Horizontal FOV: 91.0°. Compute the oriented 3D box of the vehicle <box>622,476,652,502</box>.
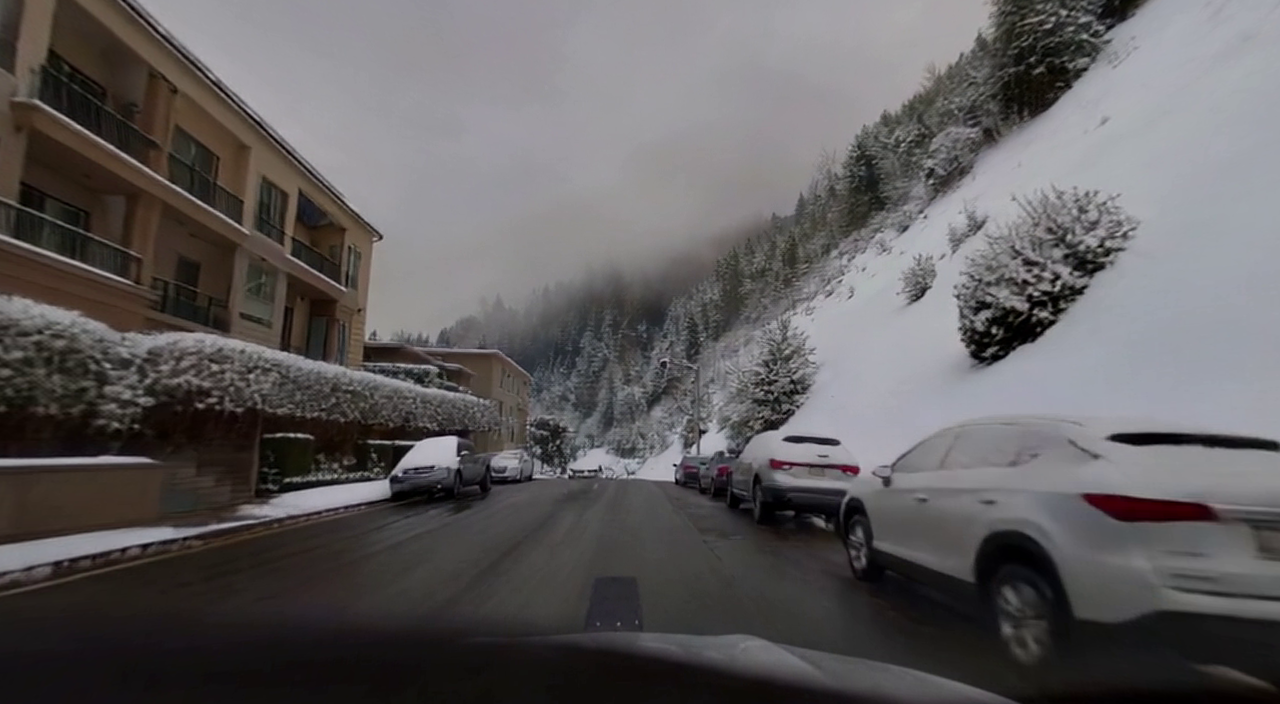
[{"bbox_3d":[-0.293,10.565,48.793,2.201,1.731,3.854,0,-8,-2],"label":"vehicle"}]

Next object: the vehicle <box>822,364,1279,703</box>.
[{"bbox_3d":[3.002,1.195,4.475,1.948,1.669,4.242,1,-9,-3],"label":"vehicle"}]

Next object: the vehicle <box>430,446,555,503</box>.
[{"bbox_3d":[-4.195,3.559,18.826,1.856,1.474,4.522,-2,-9,12],"label":"vehicle"}]

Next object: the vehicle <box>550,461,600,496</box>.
[{"bbox_3d":[-3.322,6.709,33.074,2.102,1.621,4.627,0,-13,1],"label":"vehicle"}]

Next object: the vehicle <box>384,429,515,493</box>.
[{"bbox_3d":[-6.416,3.959,22.237,2.692,1.949,5.948,0,-12,0],"label":"vehicle"}]

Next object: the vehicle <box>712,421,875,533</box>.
[{"bbox_3d":[2.792,2.409,12.759,2.072,1.830,4.744,0,-9,0],"label":"vehicle"}]
